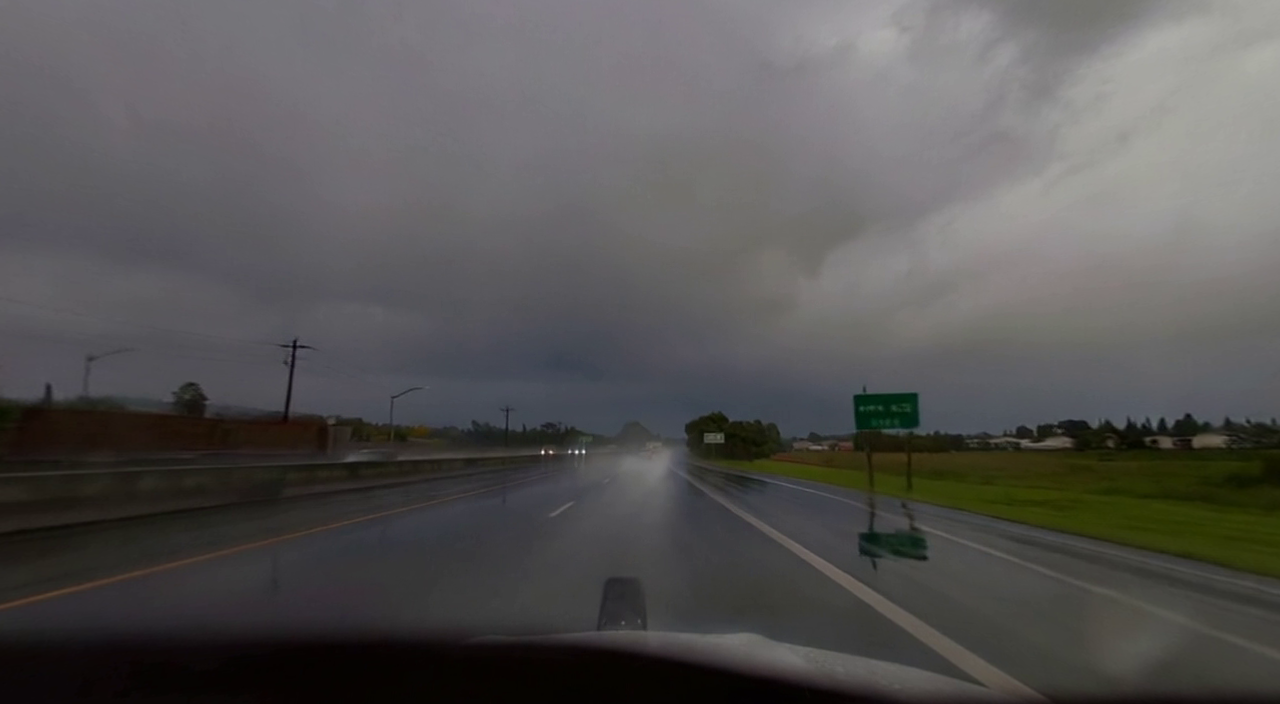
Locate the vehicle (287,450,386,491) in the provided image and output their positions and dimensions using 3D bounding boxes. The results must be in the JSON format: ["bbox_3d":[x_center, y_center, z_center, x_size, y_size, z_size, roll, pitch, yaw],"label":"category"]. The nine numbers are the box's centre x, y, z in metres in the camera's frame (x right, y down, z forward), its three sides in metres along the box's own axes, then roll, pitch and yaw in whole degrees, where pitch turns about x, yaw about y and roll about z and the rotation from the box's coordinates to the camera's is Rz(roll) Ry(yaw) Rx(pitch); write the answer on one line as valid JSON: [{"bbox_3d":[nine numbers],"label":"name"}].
[{"bbox_3d":[-12.732,4.985,26.811,1.975,1.543,4.471,0,-9,0],"label":"vehicle"}]
